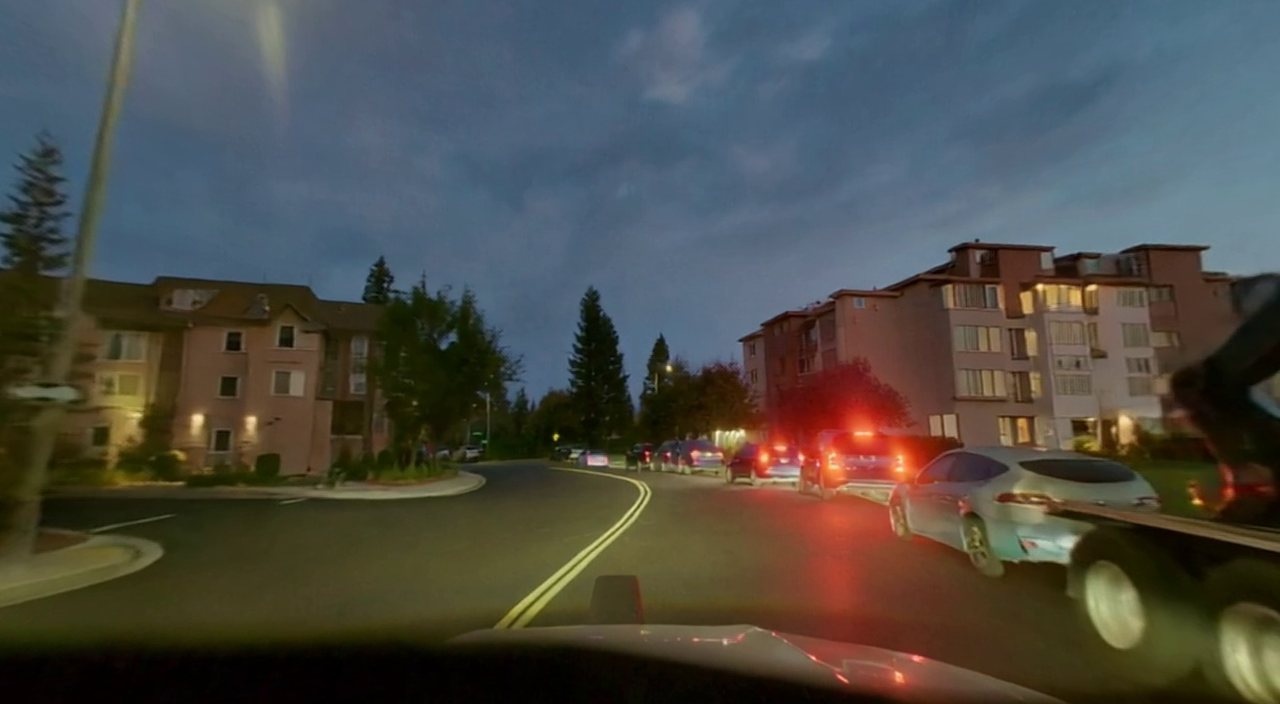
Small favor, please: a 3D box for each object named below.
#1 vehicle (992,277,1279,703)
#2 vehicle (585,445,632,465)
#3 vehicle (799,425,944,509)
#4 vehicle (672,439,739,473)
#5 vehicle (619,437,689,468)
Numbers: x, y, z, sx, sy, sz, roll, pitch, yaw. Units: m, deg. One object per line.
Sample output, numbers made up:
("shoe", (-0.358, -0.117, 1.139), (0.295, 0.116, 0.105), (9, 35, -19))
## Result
("vehicle", (3.769, 0.494, 0.784), (2.874, 2.021, 7.293), (0, -9, 4))
("vehicle", (-2.511, 8.003, 49.328), (1.789, 1.504, 4.435), (5, -10, -29))
("vehicle", (5.528, 2.802, 15.807), (1.922, 1.785, 4.513), (0, -9, 0))
("vehicle", (3.474, 5.645, 34.425), (1.967, 1.698, 4.649), (3, -9, -17))
("vehicle", (0.781, 6.664, 42.172), (2.511, 1.904, 6.143), (3, -9, -21))
